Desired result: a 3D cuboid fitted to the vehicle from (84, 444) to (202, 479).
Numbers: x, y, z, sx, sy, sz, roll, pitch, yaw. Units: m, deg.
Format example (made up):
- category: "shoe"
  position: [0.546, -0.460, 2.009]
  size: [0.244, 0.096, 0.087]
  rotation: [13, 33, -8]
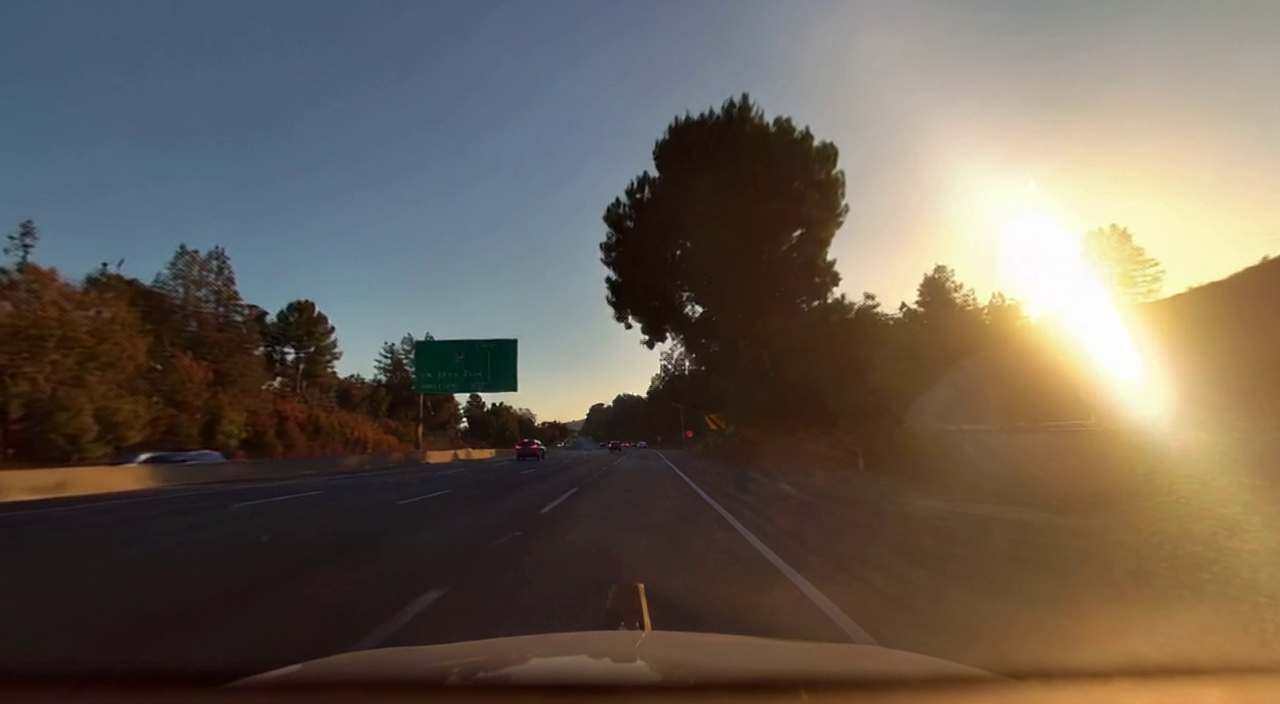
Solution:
- category: "vehicle"
  position: [-24.904, 5.475, 31.913]
  size: [1.981, 1.602, 4.849]
  rotation: [0, -8, 0]
